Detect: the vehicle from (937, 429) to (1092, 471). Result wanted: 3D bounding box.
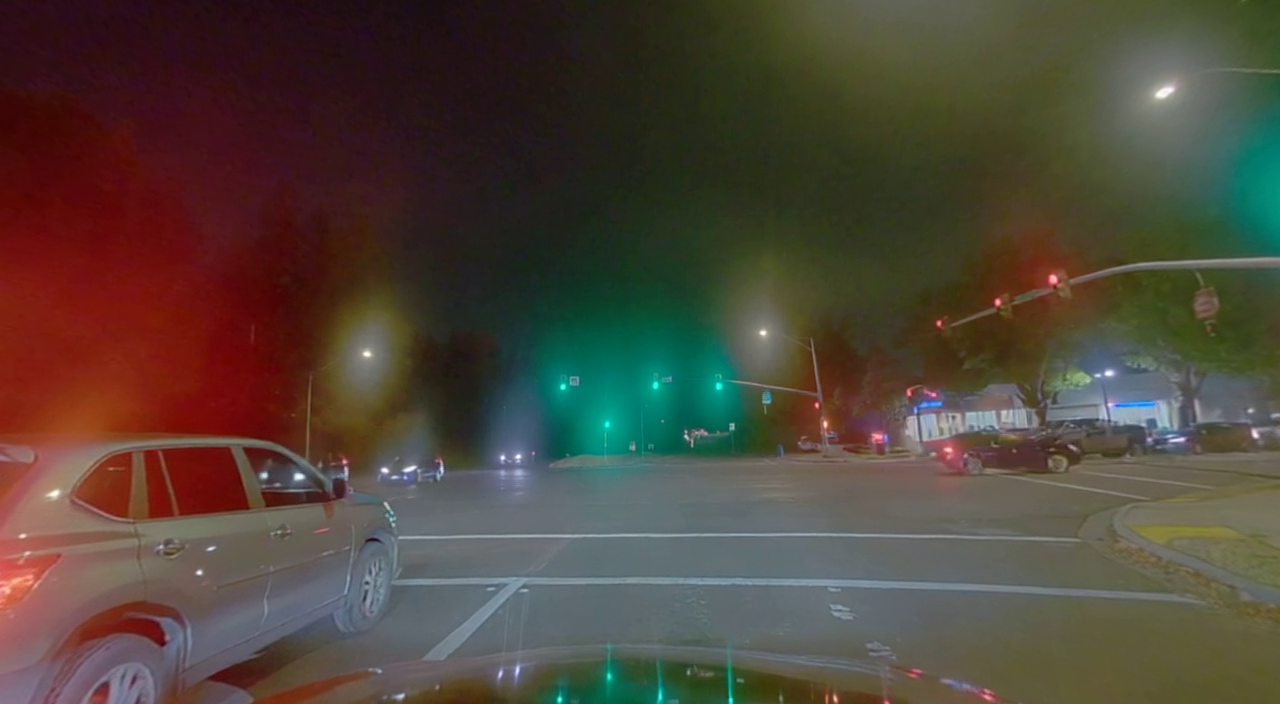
[{"bbox_3d":[13.411,3.558,22.855,4.364,1.450,1.841,-1,-9,8],"label":"vehicle"}]

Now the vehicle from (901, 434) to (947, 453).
[{"bbox_3d":[22.386,7.200,49.528,1.930,1.410,4.313,-8,-11,42],"label":"vehicle"}]

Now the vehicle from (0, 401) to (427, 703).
[{"bbox_3d":[-2.936,1.097,3.268,1.924,1.482,4.734,0,-8,1],"label":"vehicle"}]

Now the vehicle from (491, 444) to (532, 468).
[{"bbox_3d":[-9.768,7.955,48.319,1.905,1.724,4.449,-1,-8,5],"label":"vehicle"}]

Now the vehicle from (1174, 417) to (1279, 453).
[{"bbox_3d":[26.780,3.731,28.130,4.240,1.540,1.944,1,-9,-5],"label":"vehicle"}]

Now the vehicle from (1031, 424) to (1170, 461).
[{"bbox_3d":[19.957,3.937,27.427,4.552,1.492,2.002,0,-9,-4],"label":"vehicle"}]
